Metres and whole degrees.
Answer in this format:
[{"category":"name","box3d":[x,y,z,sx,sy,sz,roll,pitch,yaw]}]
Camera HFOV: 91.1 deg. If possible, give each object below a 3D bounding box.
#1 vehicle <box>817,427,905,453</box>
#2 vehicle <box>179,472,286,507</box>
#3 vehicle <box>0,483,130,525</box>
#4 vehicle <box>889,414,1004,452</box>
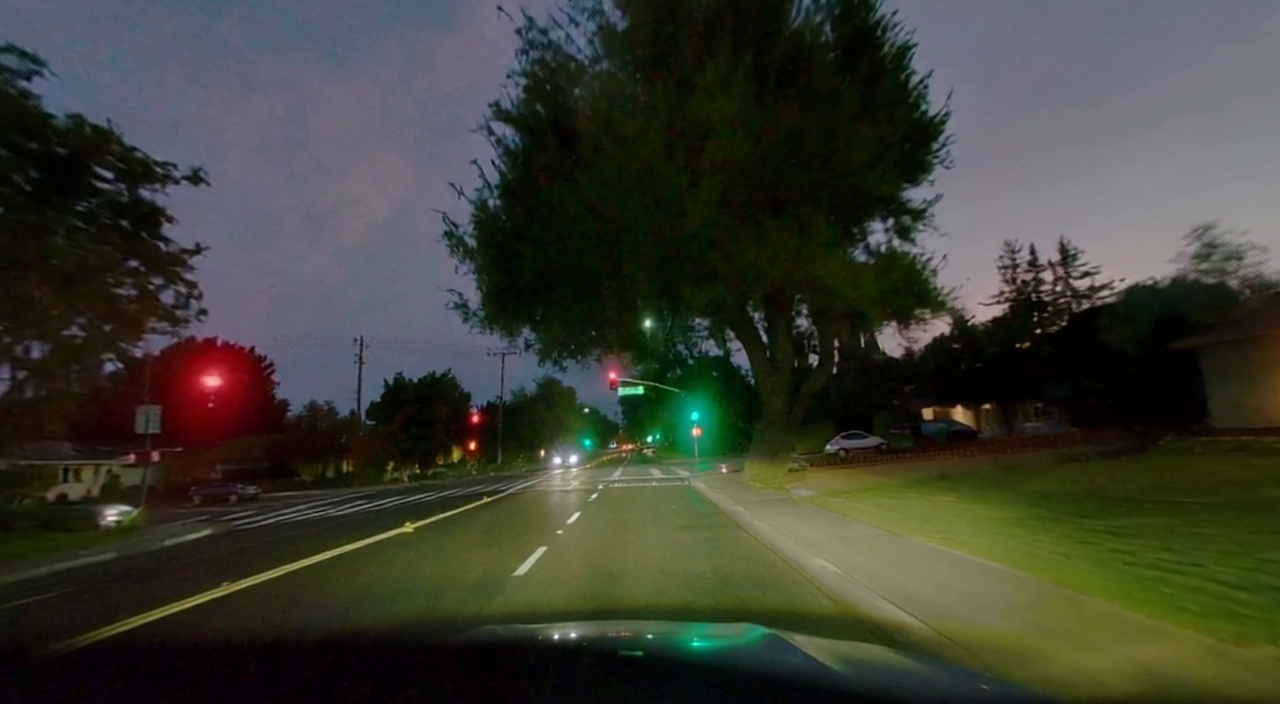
[{"category":"vehicle","box3d":[13.352,5.370,38.153,4.580,1.534,1.919,0,-8,-1]},{"category":"vehicle","box3d":[-24.442,8.247,37.773,4.933,1.792,2.133,0,-9,4]},{"category":"vehicle","box3d":[-26.779,7.033,29.154,4.177,1.640,2.119,1,-9,-2]},{"category":"vehicle","box3d":[14.268,3.821,29.414,4.319,1.700,2.034,0,-8,-1]}]
